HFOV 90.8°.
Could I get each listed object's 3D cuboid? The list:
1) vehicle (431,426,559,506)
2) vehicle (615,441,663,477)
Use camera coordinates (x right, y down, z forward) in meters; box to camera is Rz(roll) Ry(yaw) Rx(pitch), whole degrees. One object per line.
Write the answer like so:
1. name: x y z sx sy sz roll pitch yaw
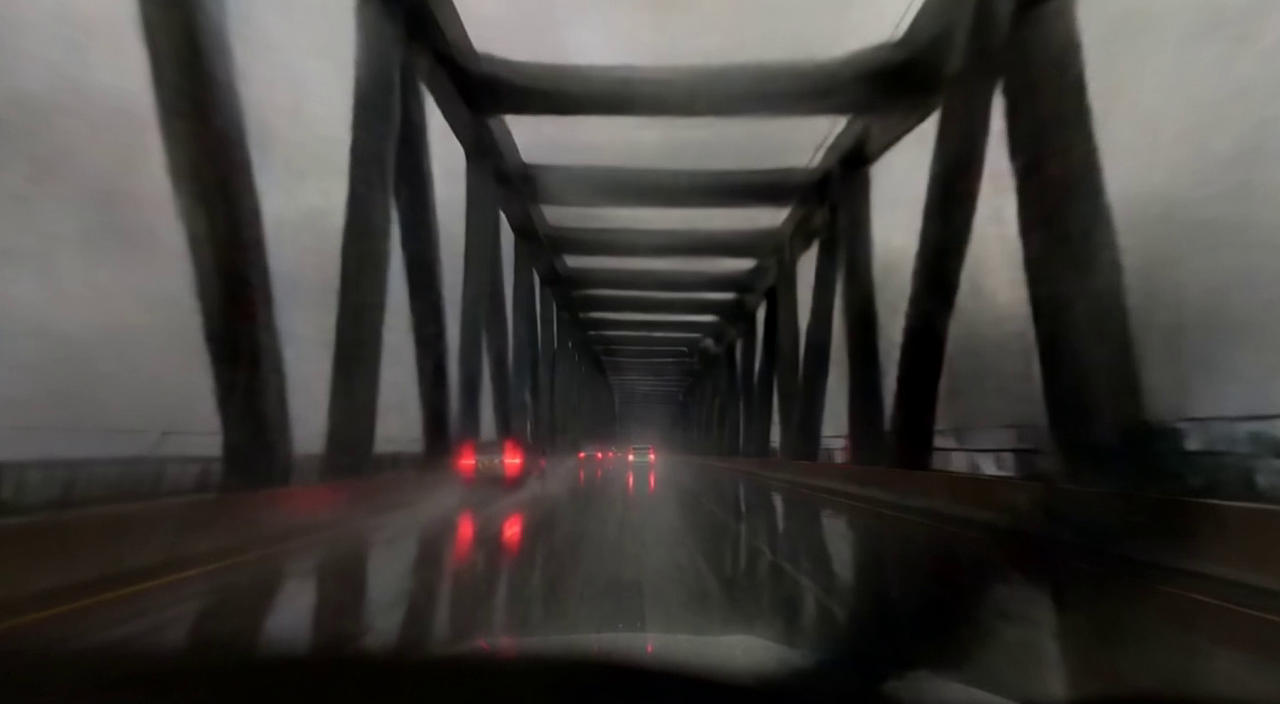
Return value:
1. vehicle: -3.617 2.960 16.846 2.190 1.807 4.741 -1 -9 1
2. vehicle: -0.058 4.799 28.562 2.048 1.450 3.973 0 -9 0
